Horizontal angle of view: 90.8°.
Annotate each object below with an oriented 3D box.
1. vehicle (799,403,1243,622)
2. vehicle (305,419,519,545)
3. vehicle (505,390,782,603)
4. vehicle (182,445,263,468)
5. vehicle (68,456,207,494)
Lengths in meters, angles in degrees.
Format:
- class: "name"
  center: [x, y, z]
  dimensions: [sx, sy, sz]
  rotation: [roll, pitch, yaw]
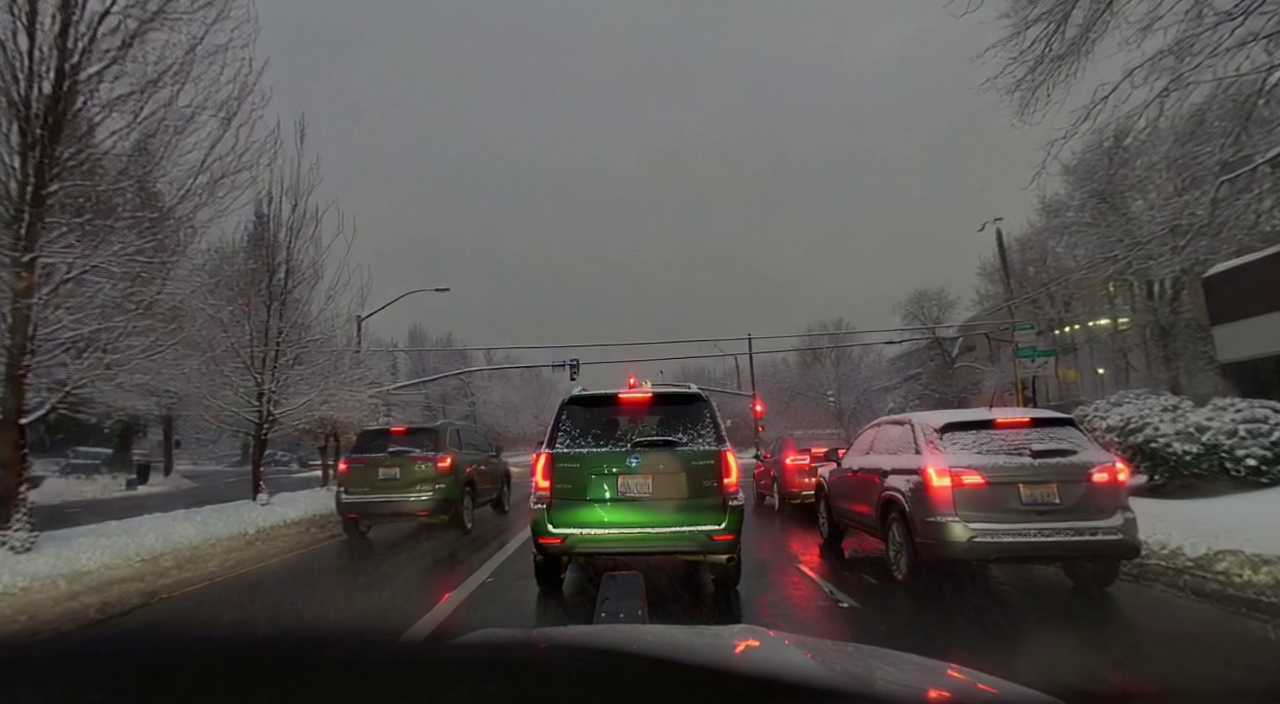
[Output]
- class: "vehicle"
  center: [3.473, 1.551, 7.054]
  dimensions: [2.202, 1.657, 4.298]
  rotation: [0, -9, -1]
- class: "vehicle"
  center: [-3.399, 2.021, 10.410]
  dimensions: [1.961, 1.639, 4.064]
  rotation: [0, -9, 0]
- class: "vehicle"
  center: [0.017, 1.491, 7.261]
  dimensions: [2.294, 1.761, 3.857]
  rotation: [0, -9, 0]
- class: "vehicle"
  center: [-30.002, 7.511, 45.459]
  dimensions: [4.403, 1.532, 1.914]
  rotation: [0, -8, -3]
- class: "vehicle"
  center: [-22.200, 5.418, 28.220]
  dimensions: [2.312, 1.443, 4.684]
  rotation: [0, -9, 0]
